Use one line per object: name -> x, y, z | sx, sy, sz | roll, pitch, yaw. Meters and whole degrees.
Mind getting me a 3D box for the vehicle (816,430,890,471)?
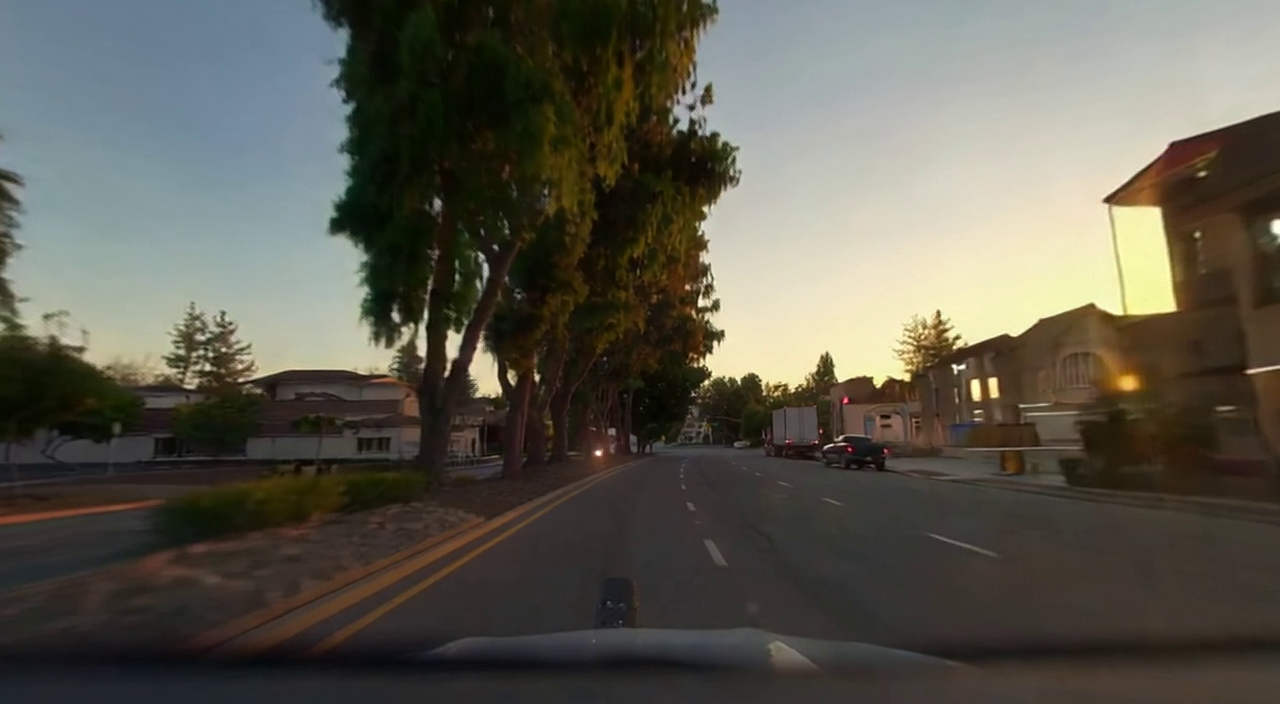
vehicle -> 10.982, 5.154, 33.114 | 2.200, 1.944, 5.935 | -1, -8, 4
